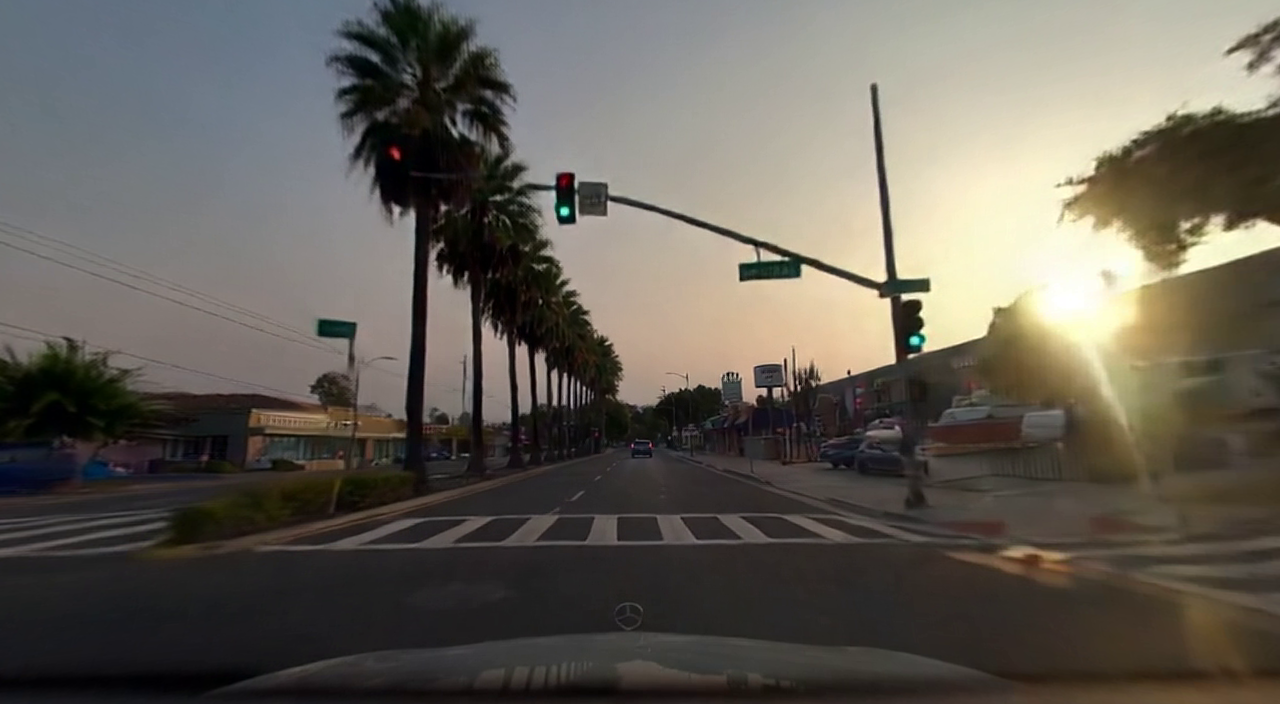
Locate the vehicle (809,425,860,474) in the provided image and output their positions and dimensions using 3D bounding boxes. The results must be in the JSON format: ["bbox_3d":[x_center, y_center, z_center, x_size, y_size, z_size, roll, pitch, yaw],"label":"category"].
[{"bbox_3d":[9.561,4.937,31.191,1.917,1.876,4.629,-7,-15,12],"label":"vehicle"}]

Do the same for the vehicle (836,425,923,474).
[{"bbox_3d":[9.562,3.972,25.436,1.655,1.820,3.969,0,-10,-5],"label":"vehicle"}]

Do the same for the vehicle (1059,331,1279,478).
[{"bbox_3d":[15.674,1.674,17.553,3.161,3.209,7.934,-1,-8,8],"label":"vehicle"}]

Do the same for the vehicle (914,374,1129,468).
[{"bbox_3d":[15.931,3.211,27.703,2.814,3.328,10.467,0,-8,0],"label":"vehicle"}]
